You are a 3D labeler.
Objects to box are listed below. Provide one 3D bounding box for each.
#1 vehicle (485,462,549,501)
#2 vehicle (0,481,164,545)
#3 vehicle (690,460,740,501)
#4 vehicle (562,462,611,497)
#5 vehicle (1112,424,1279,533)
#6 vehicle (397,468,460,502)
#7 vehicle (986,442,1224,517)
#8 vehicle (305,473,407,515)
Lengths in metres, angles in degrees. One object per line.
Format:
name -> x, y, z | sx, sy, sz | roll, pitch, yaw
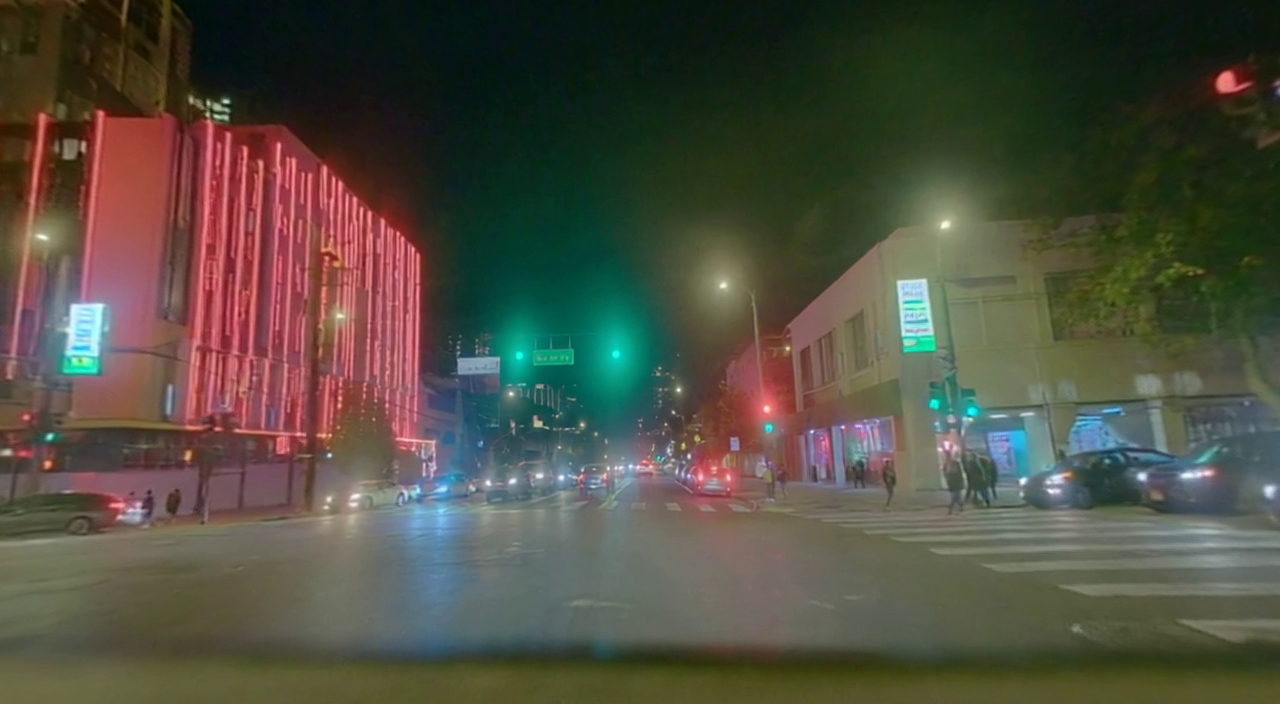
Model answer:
vehicle -> -5.579, 5.890, 29.042 | 1.942, 1.559, 4.298 | 0, -9, 2
vehicle -> -16.944, 4.596, 18.244 | 1.999, 1.466, 4.535 | -6, -11, 33
vehicle -> 3.637, 6.276, 31.088 | 1.924, 1.765, 3.954 | 0, -9, -1
vehicle -> -2.578, 6.291, 31.345 | 1.973, 1.496, 3.713 | 0, -9, 2
vehicle -> 12.822, 2.368, 12.479 | 5.004, 1.771, 2.159 | -4, -8, 2
vehicle -> -11.704, 7.367, 35.186 | 1.933, 1.628, 3.973 | 0, -9, 3
vehicle -> 11.360, 3.122, 15.680 | 4.288, 1.689, 1.909 | 0, -9, 2
vehicle -> -12.126, 6.073, 27.330 | 1.934, 1.434, 4.636 | -1, -9, 5
